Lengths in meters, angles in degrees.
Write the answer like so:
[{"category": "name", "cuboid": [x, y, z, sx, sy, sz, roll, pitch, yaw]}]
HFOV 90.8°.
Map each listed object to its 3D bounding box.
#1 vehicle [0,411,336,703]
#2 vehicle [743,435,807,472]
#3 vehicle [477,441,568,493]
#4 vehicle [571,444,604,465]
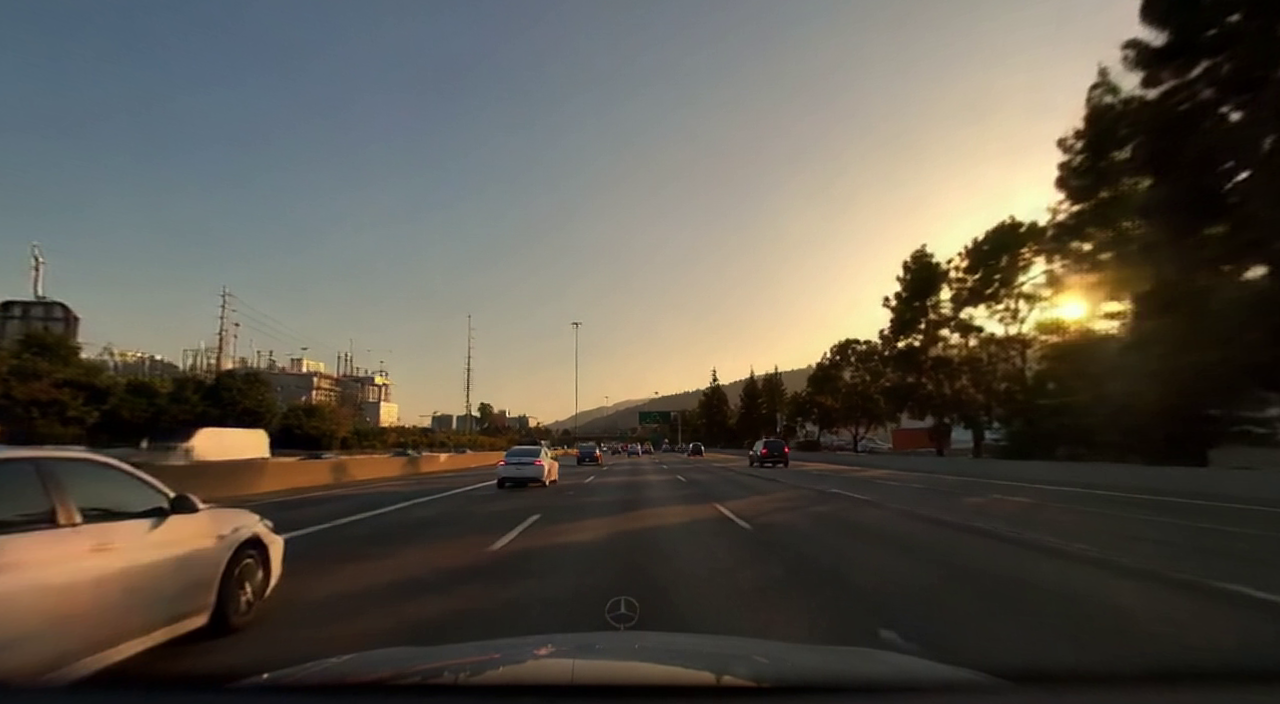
[{"category": "vehicle", "cuboid": [-3.511, 1.037, 3.001, 1.959, 1.433, 4.291, 0, -9, 0]}, {"category": "vehicle", "cuboid": [6.797, 5.174, 32.356, 2.147, 1.769, 4.666, 0, -9, -2]}, {"category": "vehicle", "cuboid": [-3.664, 3.681, 20.611, 2.047, 1.469, 4.614, 0, -9, 1]}, {"category": "vehicle", "cuboid": [-3.882, 7.637, 47.139, 2.078, 1.464, 4.093, 0, -9, 0]}]
